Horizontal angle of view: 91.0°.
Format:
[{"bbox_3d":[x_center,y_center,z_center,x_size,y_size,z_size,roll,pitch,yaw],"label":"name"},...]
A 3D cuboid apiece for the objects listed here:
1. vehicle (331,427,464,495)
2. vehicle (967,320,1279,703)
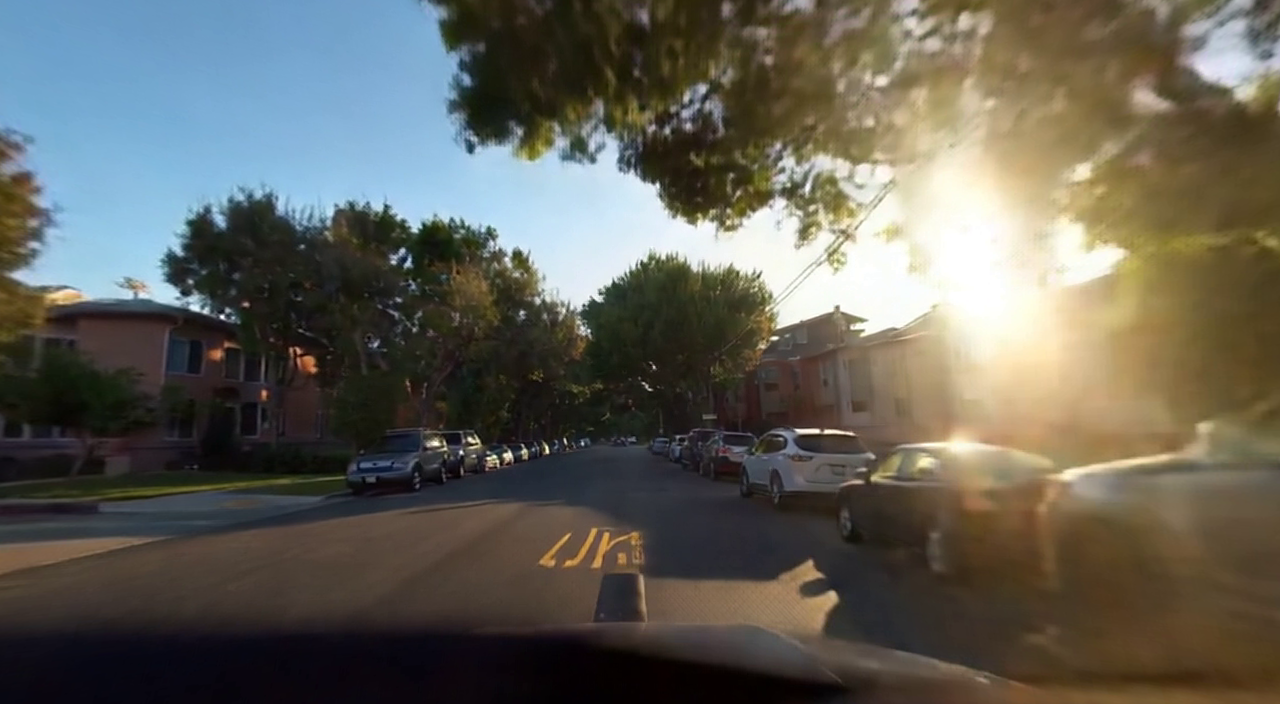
[{"bbox_3d":[-7.668,3.587,20.697,2.384,1.781,5.492,-3,-10,-2],"label":"vehicle"},{"bbox_3d":[4.119,0.771,2.366,2.365,1.970,6.011,0,-9,-2],"label":"vehicle"}]
